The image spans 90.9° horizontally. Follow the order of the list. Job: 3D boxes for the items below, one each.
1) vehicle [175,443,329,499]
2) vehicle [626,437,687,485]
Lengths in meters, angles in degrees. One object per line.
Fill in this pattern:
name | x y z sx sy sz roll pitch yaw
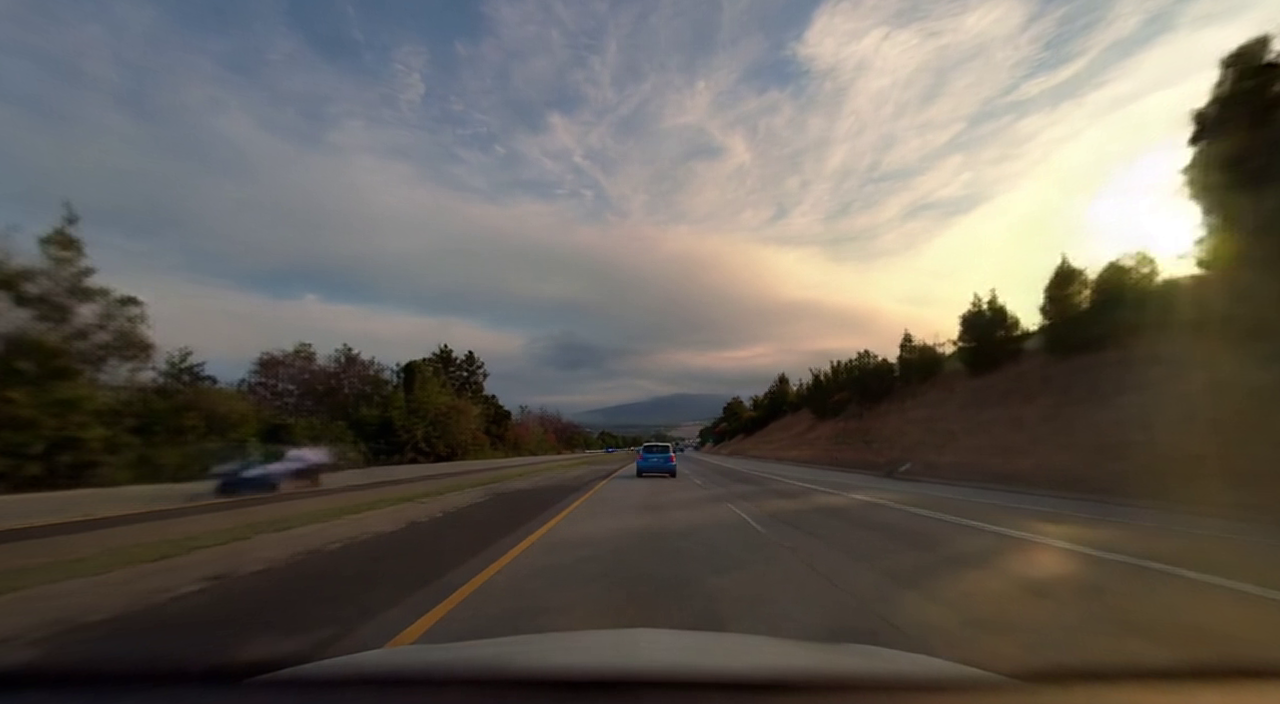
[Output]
vehicle | -11.512 3.533 19.111 1.995 1.478 4.157 0 -9 1
vehicle | 0.617 4.265 24.794 2.190 1.706 4.062 0 -9 1
